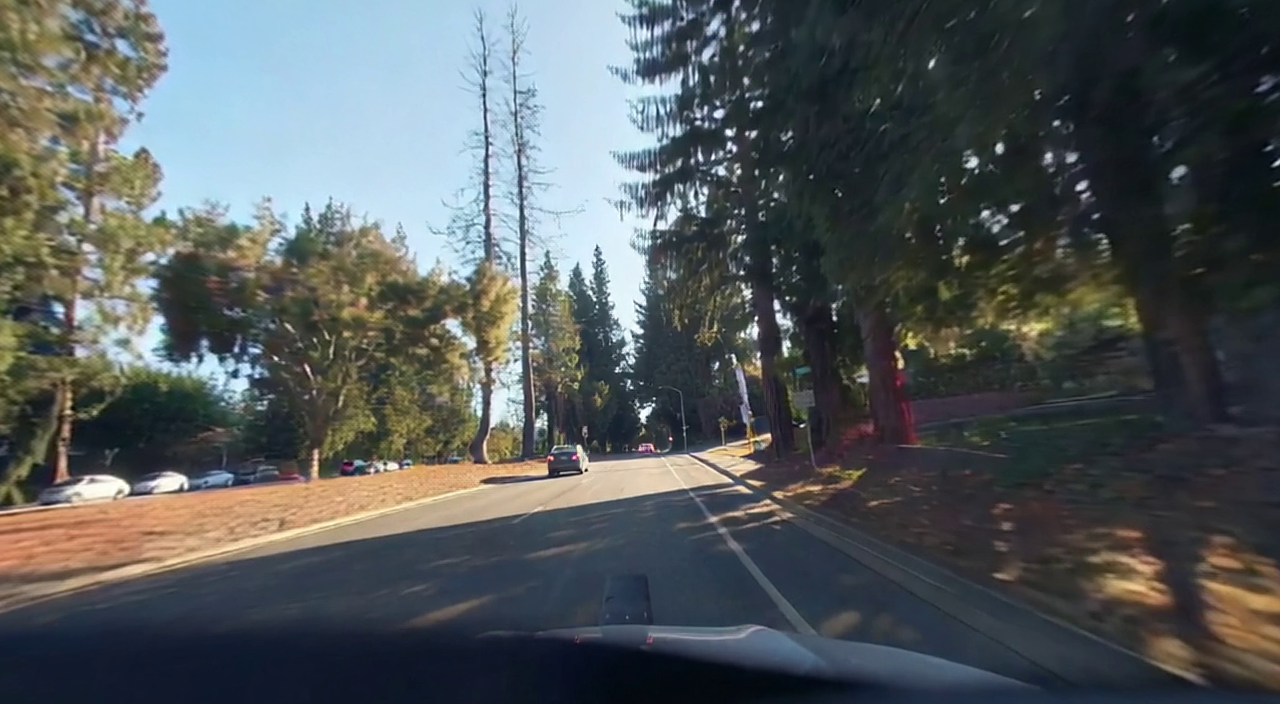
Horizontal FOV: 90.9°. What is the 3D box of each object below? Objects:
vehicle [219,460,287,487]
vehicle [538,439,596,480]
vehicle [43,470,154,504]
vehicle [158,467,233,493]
[{"bbox_3d":[-29.694,9.315,48.580,1.992,1.792,4.929,0,-8,2],"label":"vehicle"},{"bbox_3d":[-3.220,4.819,28.635,2.016,1.694,4.335,0,-8,2],"label":"vehicle"},{"bbox_3d":[-29.505,7.356,34.591,1.912,1.475,4.918,-1,-8,-3],"label":"vehicle"},{"bbox_3d":[-29.782,8.567,42.406,1.862,1.478,4.488,-1,-8,0],"label":"vehicle"}]
